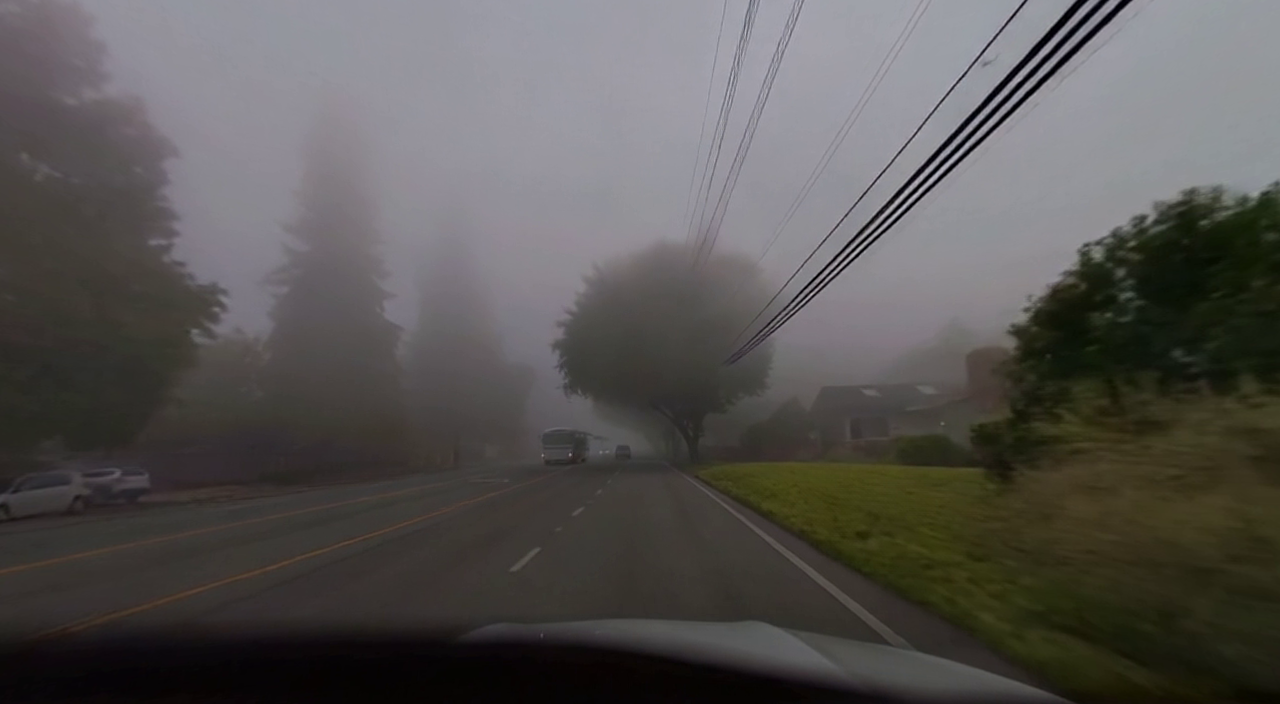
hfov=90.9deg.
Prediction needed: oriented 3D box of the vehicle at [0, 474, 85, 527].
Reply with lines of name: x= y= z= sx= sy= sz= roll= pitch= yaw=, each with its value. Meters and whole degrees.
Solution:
vehicle: x=-21.187 y=4.916 z=20.925 sx=1.854 sy=1.504 sz=4.436 roll=1 pitch=-9 yaw=-7

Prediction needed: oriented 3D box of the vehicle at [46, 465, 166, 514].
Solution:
vehicle: x=-22.391 y=5.719 z=26.706 sx=1.891 sy=1.703 sz=4.976 roll=3 pitch=-9 yaw=-16
